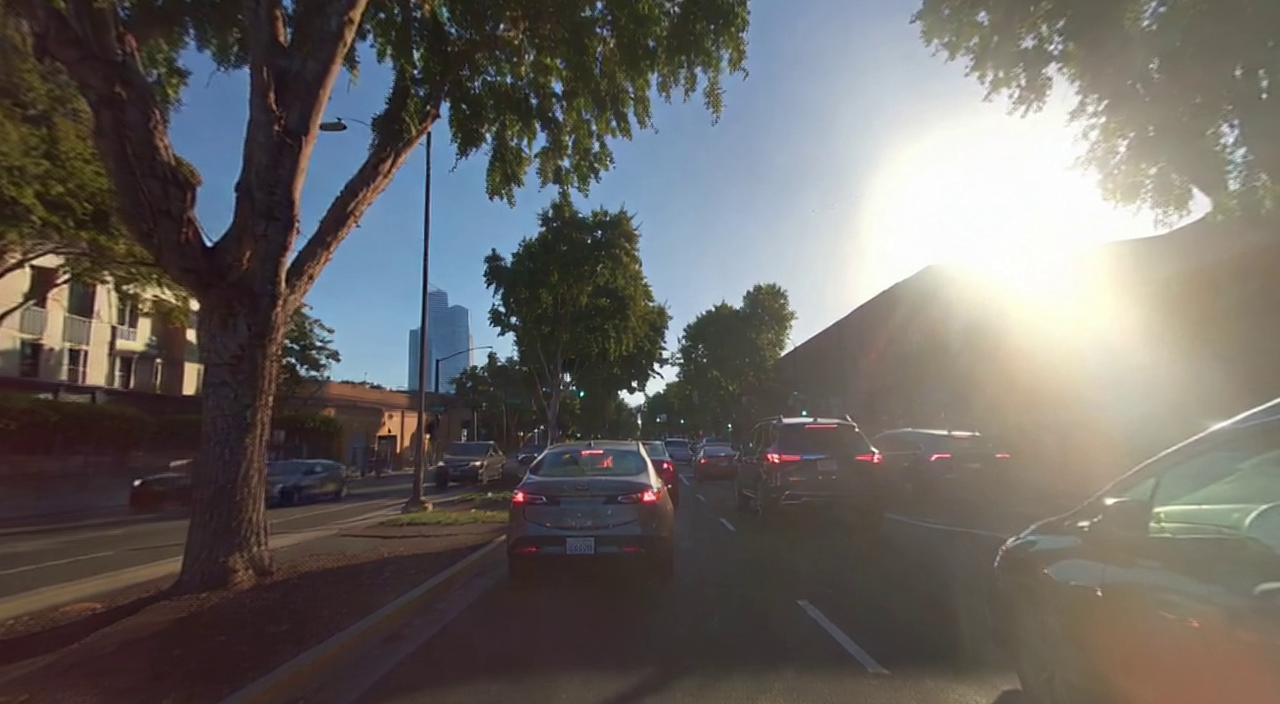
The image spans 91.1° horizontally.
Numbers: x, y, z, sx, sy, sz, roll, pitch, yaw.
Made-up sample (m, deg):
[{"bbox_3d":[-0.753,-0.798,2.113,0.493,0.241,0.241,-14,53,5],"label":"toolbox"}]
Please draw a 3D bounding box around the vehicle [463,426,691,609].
[{"bbox_3d":[-0.563,1.845,7.928,2.111,1.676,4.018,0,-8,1],"label":"vehicle"}]

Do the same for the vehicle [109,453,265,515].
[{"bbox_3d":[-16.228,4.695,22.882,2.077,1.925,4.626,0,-9,2],"label":"vehicle"}]

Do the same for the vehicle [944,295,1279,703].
[{"bbox_3d":[3.148,0.810,2.177,1.982,1.960,4.427,0,-9,1],"label":"vehicle"}]

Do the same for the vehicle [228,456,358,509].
[{"bbox_3d":[-12.597,4.717,23.222,2.005,1.660,4.676,0,-9,1],"label":"vehicle"}]

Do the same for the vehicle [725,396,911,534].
[{"bbox_3d":[3.615,2.465,14.315,2.516,2.481,5.766,0,-8,0],"label":"vehicle"}]

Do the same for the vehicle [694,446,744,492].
[{"bbox_3d":[3.095,4.622,25.267,1.518,1.650,4.408,0,-9,1],"label":"vehicle"}]
